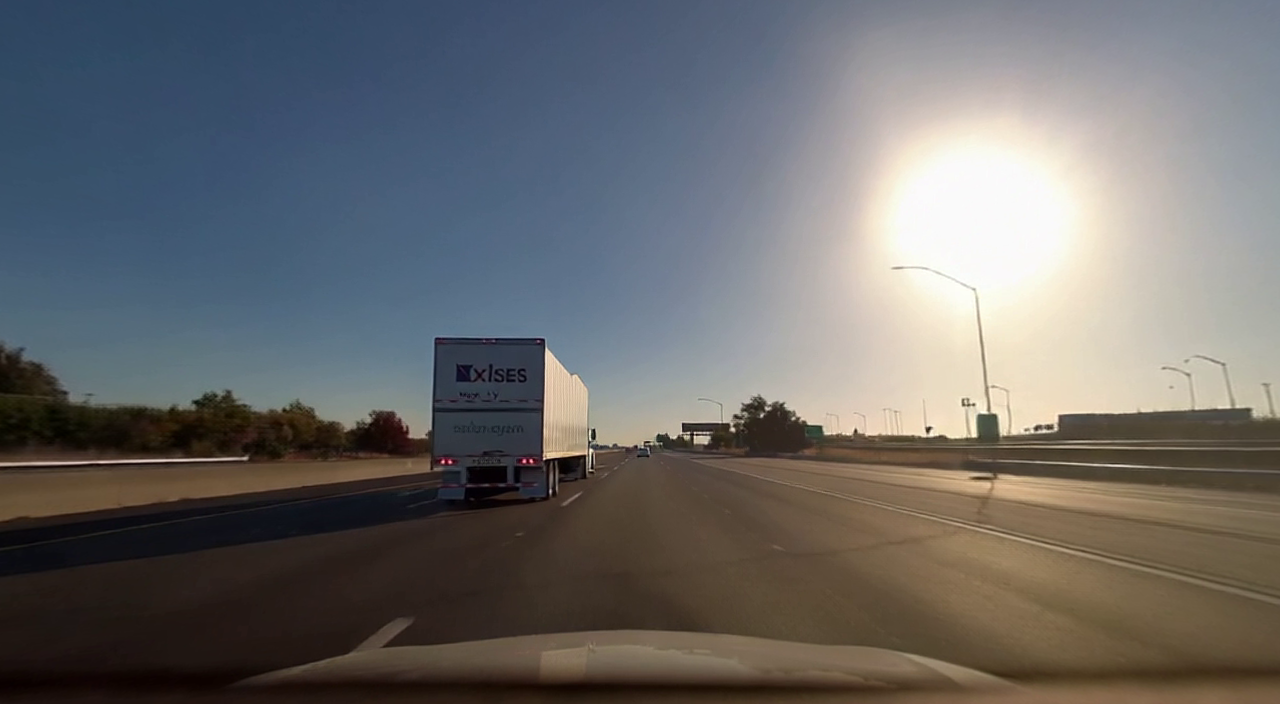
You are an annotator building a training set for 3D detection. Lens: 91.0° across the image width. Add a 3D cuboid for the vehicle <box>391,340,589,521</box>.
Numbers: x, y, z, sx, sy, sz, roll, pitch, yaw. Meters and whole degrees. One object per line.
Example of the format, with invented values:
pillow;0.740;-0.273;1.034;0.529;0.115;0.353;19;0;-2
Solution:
vehicle;-3.179;2.103;16.222;2.922;3.458;8.360;0;-9;1
